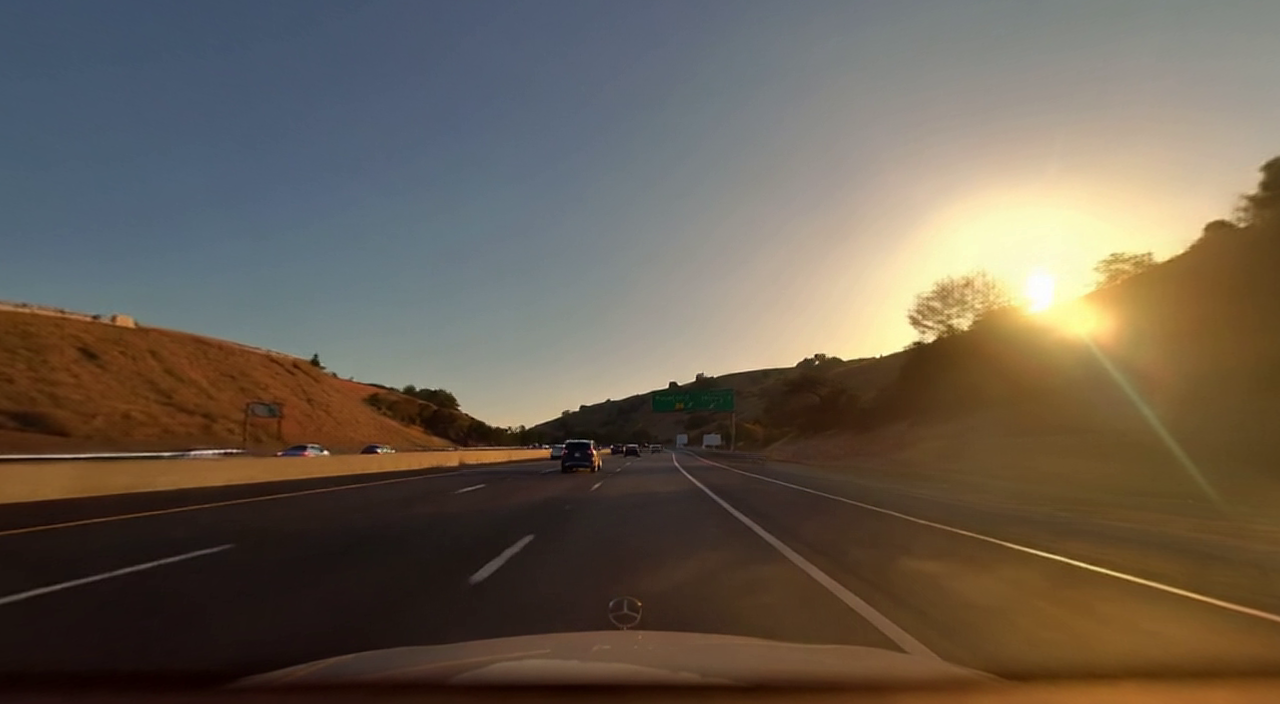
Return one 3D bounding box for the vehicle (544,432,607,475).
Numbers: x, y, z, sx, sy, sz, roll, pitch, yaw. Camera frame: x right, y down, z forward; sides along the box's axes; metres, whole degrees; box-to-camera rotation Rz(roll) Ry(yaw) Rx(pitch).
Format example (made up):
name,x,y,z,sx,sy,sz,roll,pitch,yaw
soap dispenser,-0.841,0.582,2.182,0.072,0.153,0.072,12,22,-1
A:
name,x,y,z,sx,sy,sz,roll,pitch,yaw
vehicle,-3.071,4.993,31.086,2.413,1.896,5.218,-1,-8,2
